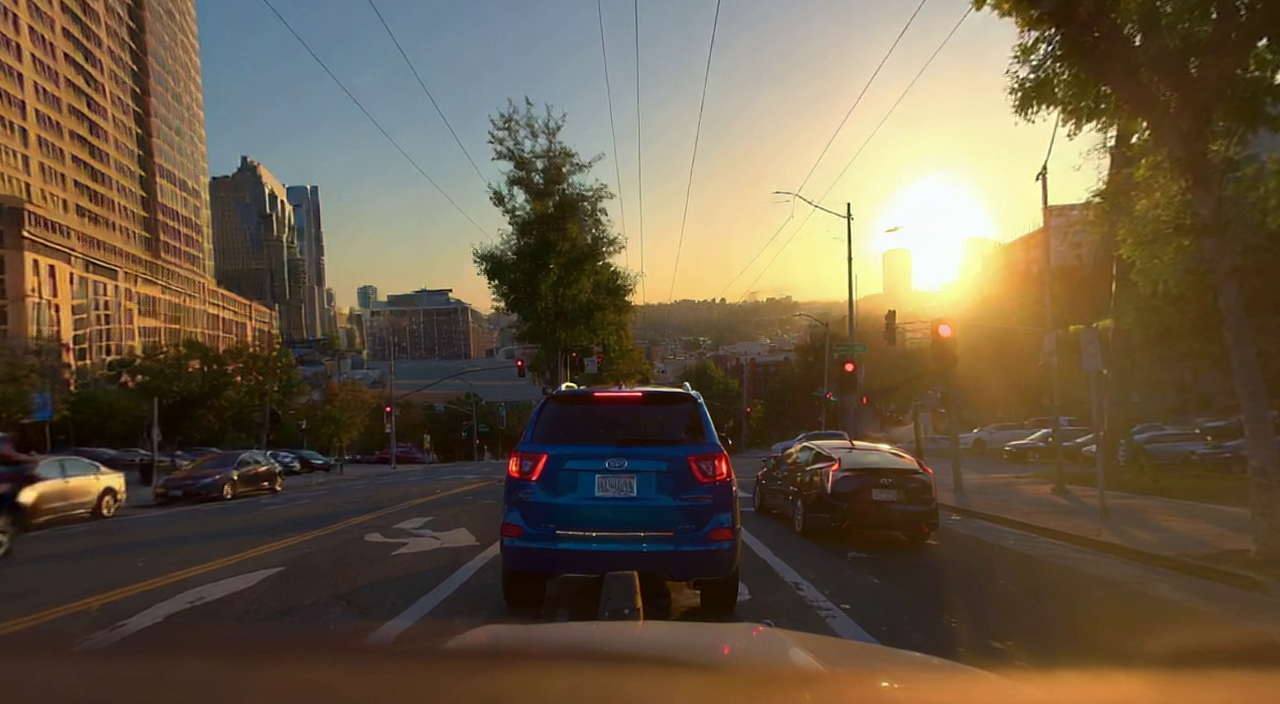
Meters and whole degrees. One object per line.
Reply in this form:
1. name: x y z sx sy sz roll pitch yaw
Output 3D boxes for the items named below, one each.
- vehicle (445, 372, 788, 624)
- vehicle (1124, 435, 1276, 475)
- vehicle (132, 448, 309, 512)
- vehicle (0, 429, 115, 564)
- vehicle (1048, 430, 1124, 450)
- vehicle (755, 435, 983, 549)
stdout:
1. vehicle: -0.159 1.363 6.757 2.453 1.816 4.300 0 -8 0
2. vehicle: 22.104 4.060 24.998 4.055 1.469 1.848 -4 -9 26
3. vehicle: -12.461 3.782 19.160 2.207 1.648 4.675 0 -8 -1
4. vehicle: -9.282 1.789 7.594 2.054 1.722 4.292 0 -8 1
5. vehicle: 35.506 7.040 49.946 5.224 1.515 2.164 3 -9 -18
6. vehicle: 3.289 2.086 10.074 2.056 1.422 4.130 0 -8 -1
